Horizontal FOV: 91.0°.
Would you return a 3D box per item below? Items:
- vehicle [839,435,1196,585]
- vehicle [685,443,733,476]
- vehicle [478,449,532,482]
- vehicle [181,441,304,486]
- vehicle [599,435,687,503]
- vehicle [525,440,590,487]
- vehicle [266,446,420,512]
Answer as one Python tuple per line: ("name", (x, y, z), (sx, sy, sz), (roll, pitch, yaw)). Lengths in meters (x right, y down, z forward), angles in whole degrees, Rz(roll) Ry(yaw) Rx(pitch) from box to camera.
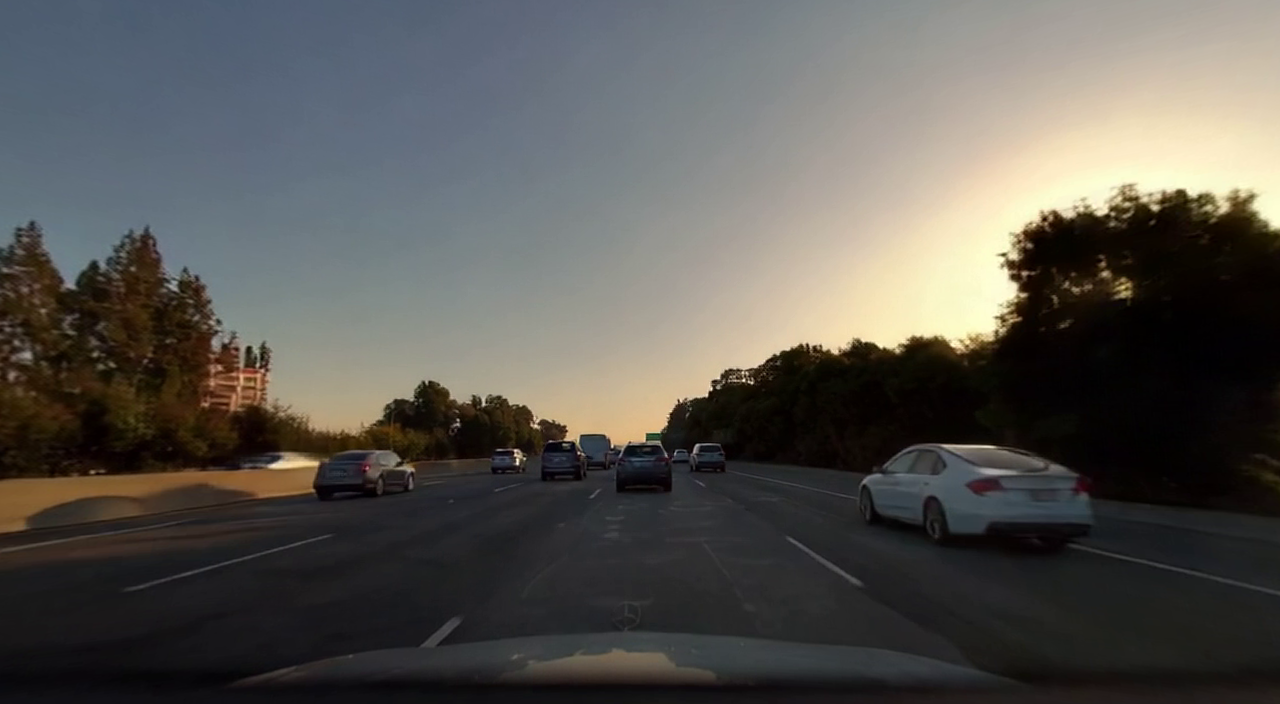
("vehicle", (4.536, 1.936, 8.700), (2.006, 1.474, 4.669), (0, -9, 0))
("vehicle", (3.959, 6.273, 37.076), (2.175, 1.830, 5.173), (0, -9, -1))
("vehicle", (-7.109, 5.977, 33.559), (1.931, 1.617, 4.060), (0, -9, 1))
("vehicle", (-16.701, 4.688, 26.837), (2.096, 1.725, 4.835), (0, -9, 0))
("vehicle", (0.110, 3.297, 18.177), (2.223, 1.722, 4.177), (0, -9, 1))
("vehicle", (-3.421, 4.732, 27.056), (2.142, 1.808, 4.266), (0, -9, 1))
("vehicle", (-7.743, 3.312, 17.004), (1.927, 1.514, 4.474), (0, -9, 0))
